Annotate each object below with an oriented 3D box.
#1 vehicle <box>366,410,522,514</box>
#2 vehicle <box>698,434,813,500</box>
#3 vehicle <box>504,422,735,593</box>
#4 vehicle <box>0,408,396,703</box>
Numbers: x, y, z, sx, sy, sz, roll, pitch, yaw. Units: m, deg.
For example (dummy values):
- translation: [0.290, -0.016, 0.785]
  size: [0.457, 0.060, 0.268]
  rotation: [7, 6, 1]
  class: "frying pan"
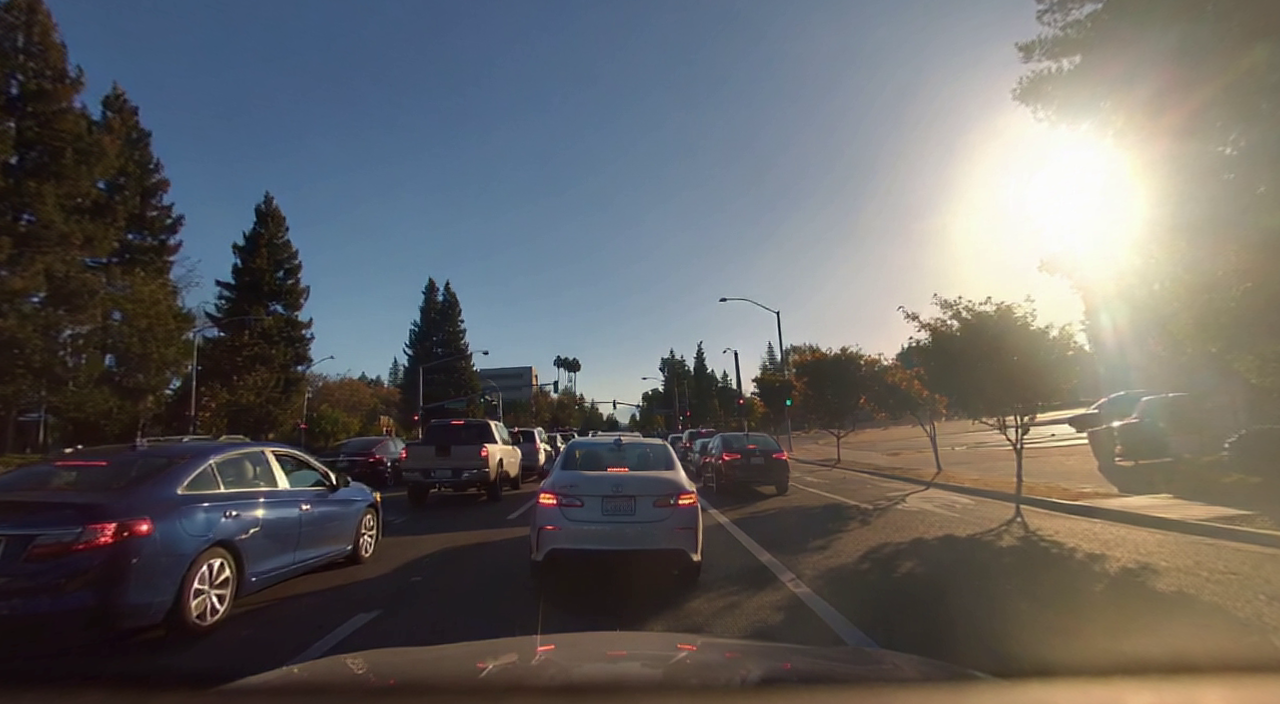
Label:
- translation: [-4.032, 2.348, 13.912]
  size: [2.054, 1.881, 4.469]
  rotation: [0, -8, -1]
  class: "vehicle"
- translation: [2.804, 2.901, 16.420]
  size: [1.978, 1.452, 4.381]
  rotation: [0, -8, -3]
  class: "vehicle"
- translation: [-0.234, 1.658, 7.616]
  size: [2.007, 1.467, 4.059]
  rotation: [0, -8, -2]
  class: "vehicle"
- translation: [-3.862, 1.329, 5.263]
  size: [1.985, 1.467, 4.224]
  rotation: [0, -9, -1]
  class: "vehicle"
